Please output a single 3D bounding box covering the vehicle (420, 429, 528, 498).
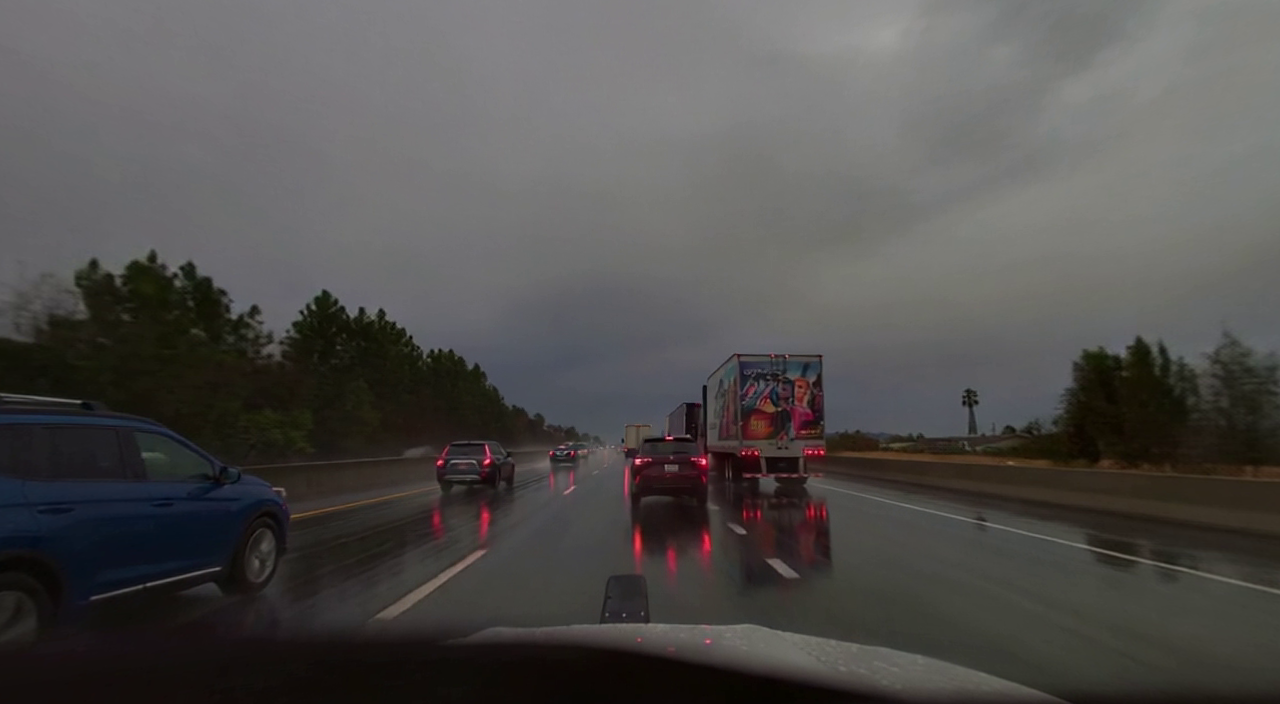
[{"bbox_3d":[-4.360,2.973,17.135,1.905,1.642,3.803,0,-8,0],"label":"vehicle"}]

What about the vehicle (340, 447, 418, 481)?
[{"bbox_3d":[-12.654,5.425,30.864,1.950,1.467,4.419,0,-8,0],"label":"vehicle"}]

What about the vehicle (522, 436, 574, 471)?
[{"bbox_3d":[-4.721,5.258,32.908,2.014,1.683,4.275,0,-8,0],"label":"vehicle"}]

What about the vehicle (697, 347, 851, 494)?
[{"bbox_3d":[4.350,2.898,24.698,2.828,4.081,14.220,0,-8,0],"label":"vehicle"}]

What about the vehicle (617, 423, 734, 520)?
[{"bbox_3d":[0.576,2.335,12.769,2.017,1.662,3.543,0,-8,-1],"label":"vehicle"}]

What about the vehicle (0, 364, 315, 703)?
[{"bbox_3d":[-4.097,0.997,3.697,1.983,1.666,4.452,0,-8,0],"label":"vehicle"}]
